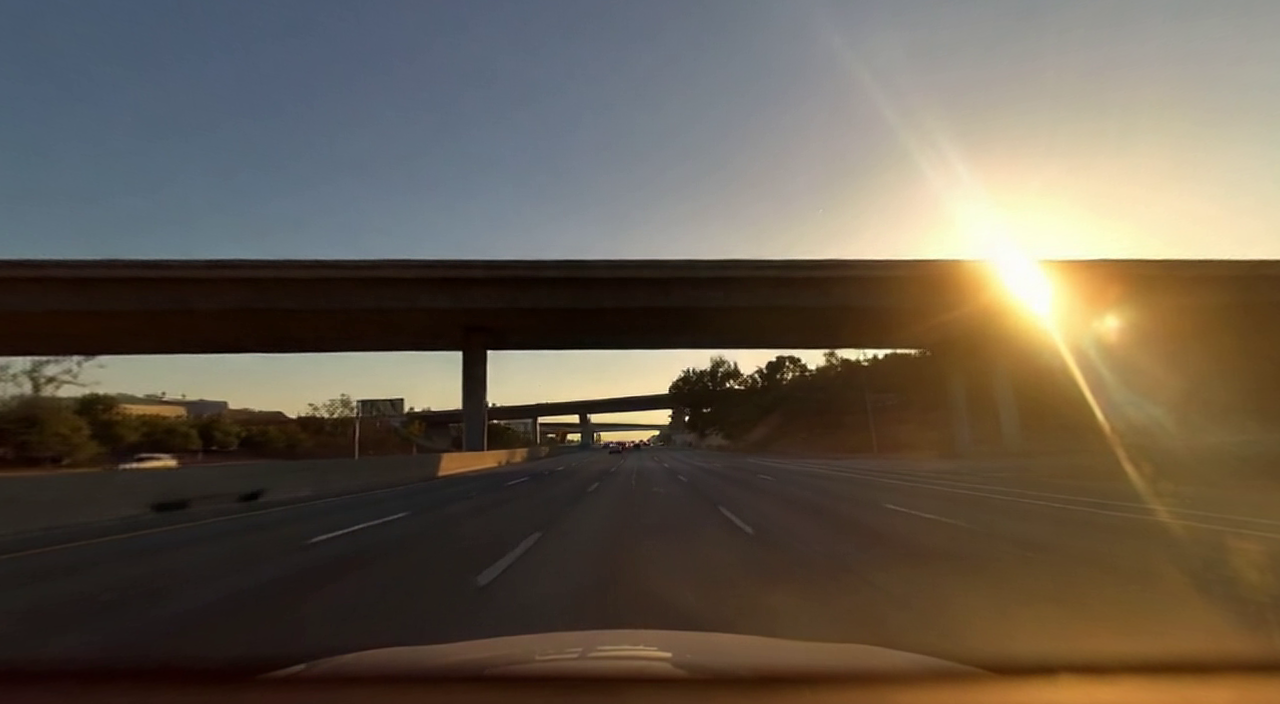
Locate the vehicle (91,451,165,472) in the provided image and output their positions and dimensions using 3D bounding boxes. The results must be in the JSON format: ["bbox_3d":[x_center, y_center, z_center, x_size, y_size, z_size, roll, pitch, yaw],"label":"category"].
[{"bbox_3d":[-37.648,8.010,46.500,1.775,1.435,4.410,0,-9,0],"label":"vehicle"}]
